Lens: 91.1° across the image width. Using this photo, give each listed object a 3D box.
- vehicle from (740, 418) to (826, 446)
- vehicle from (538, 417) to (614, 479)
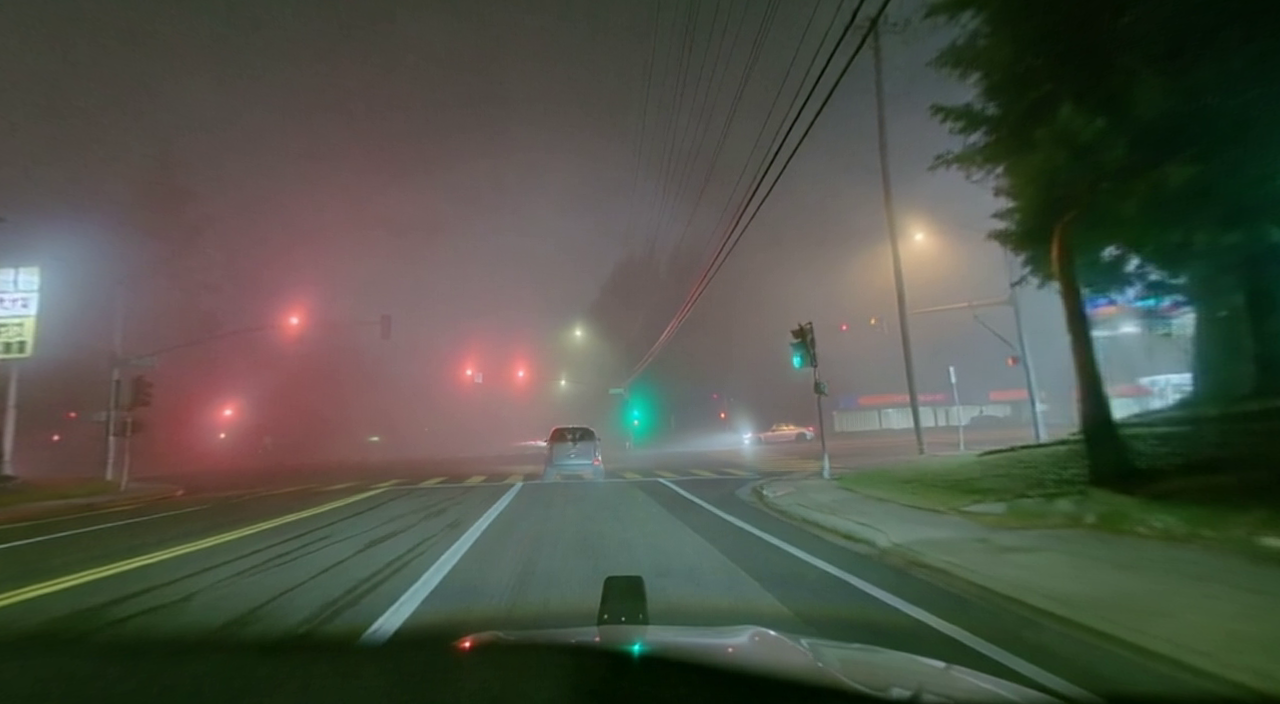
[{"bbox_3d":[9.385,5.268,41.474,5.149,1.725,1.964,0,-8,-5],"label":"vehicle"},{"bbox_3d":[-2.151,3.246,21.405,2.300,1.868,4.690,1,-8,-5],"label":"vehicle"}]
